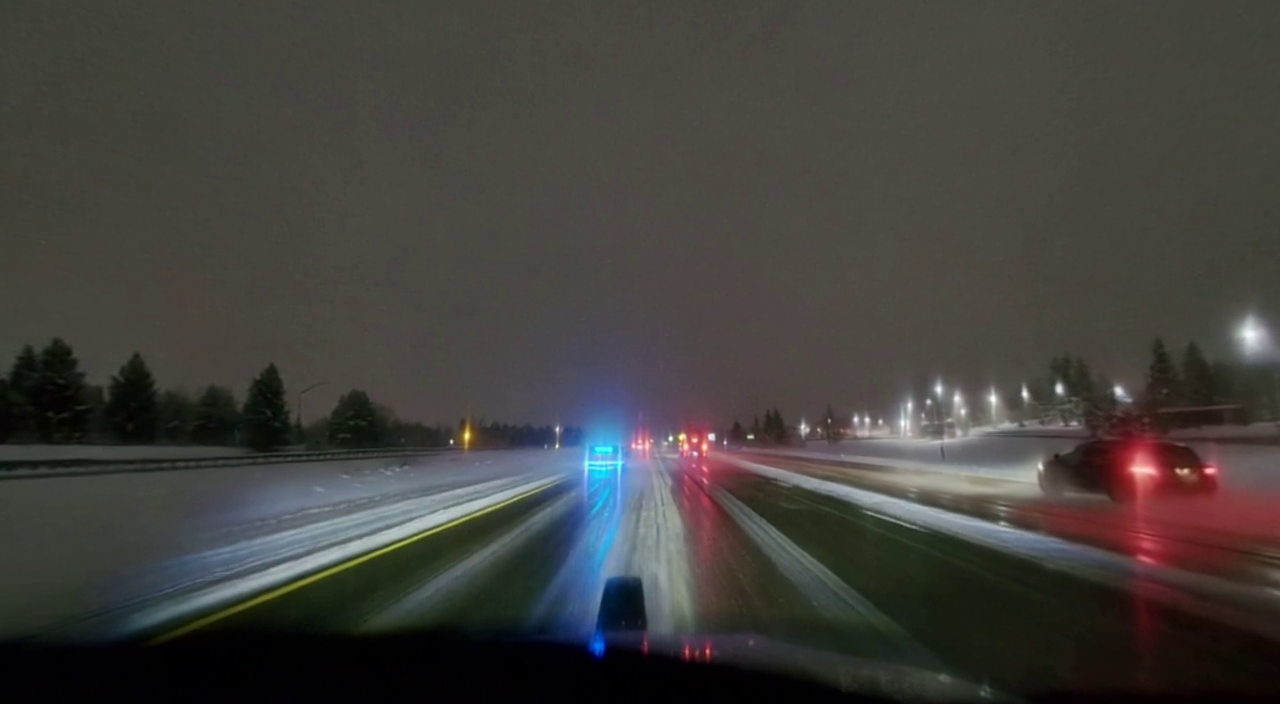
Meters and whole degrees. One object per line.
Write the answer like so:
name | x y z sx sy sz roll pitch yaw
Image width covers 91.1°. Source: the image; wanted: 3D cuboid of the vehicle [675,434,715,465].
vehicle | 3.194 5.807 37.523 2.063 1.698 4.355 0 -8 1

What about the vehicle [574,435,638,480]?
vehicle | -1.185 3.982 23.976 2.050 1.546 4.344 -1 -8 2

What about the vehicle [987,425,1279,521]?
vehicle | 9.226 2.274 12.452 1.870 1.493 5.015 0 -8 1
